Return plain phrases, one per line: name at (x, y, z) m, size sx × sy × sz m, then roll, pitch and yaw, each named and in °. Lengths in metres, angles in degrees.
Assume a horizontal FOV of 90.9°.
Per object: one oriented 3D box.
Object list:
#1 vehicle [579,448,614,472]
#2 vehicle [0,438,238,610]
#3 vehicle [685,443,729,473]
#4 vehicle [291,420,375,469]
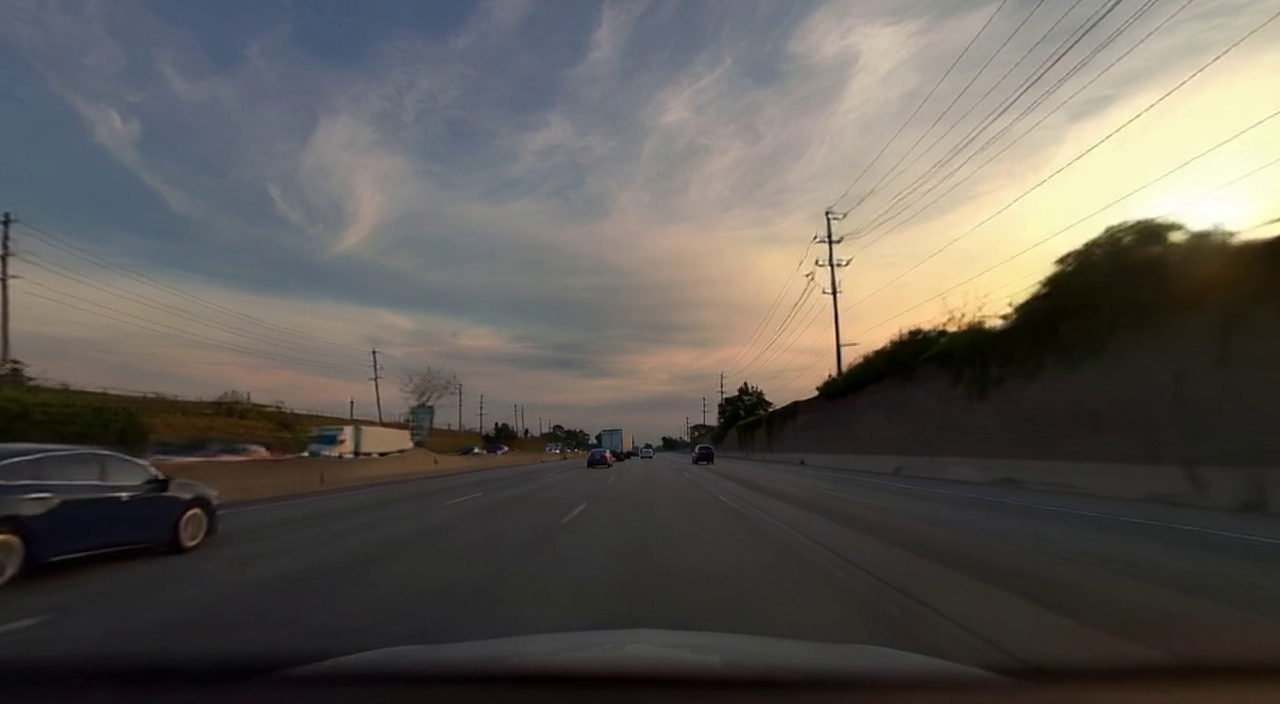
vehicle at (-2.808, 7.085, 41.529) m, size 2.004 × 1.498 × 4.043 m, roll 0°, pitch -9°, yaw 1°
vehicle at (-6.518, 1.549, 5.906) m, size 2.127 × 1.446 × 5.008 m, roll 0°, pitch -9°, yaw 1°
vehicle at (4.257, 6.819, 40.675) m, size 2.214 × 1.799 × 4.627 m, roll 0°, pitch -9°, yaw -1°
vehicle at (-22.456, 6.831, 46.451) m, size 3.013 × 3.352 × 5.902 m, roll 0°, pitch -9°, yaw 1°
